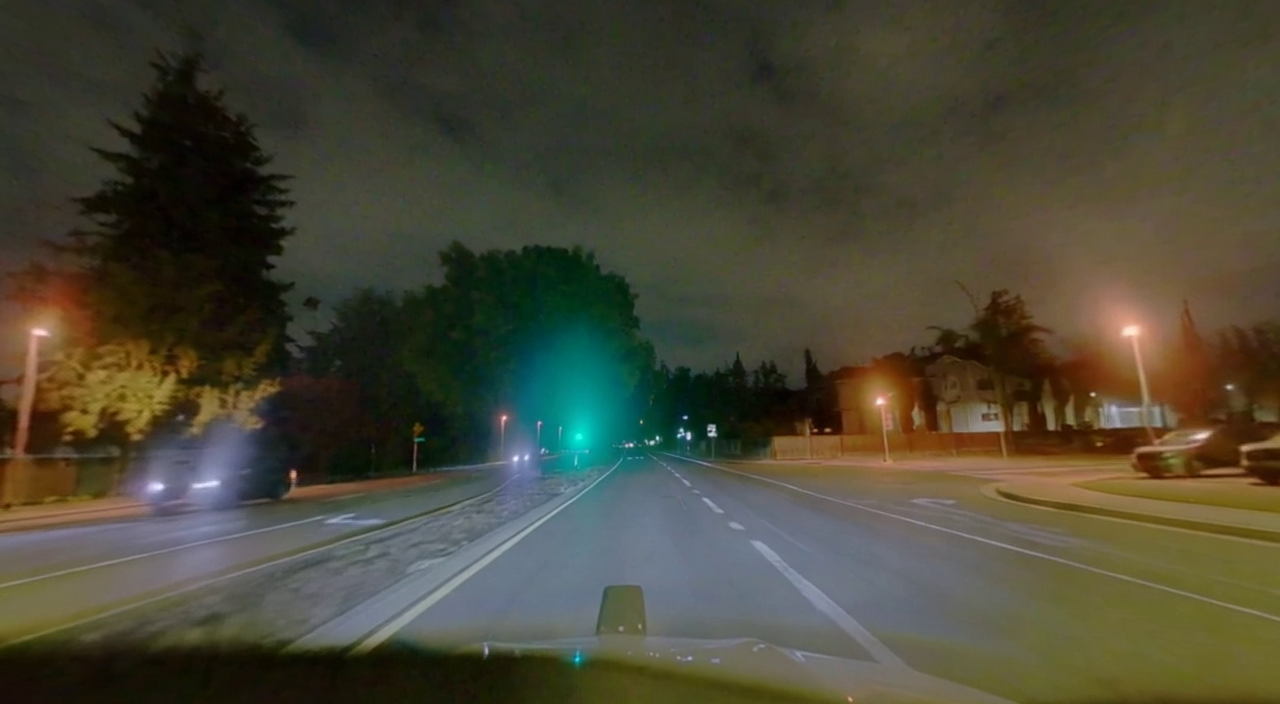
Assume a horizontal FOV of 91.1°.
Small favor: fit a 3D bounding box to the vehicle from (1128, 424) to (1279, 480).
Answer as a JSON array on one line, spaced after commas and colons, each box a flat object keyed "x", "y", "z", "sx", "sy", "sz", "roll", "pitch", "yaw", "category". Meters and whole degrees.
[{"x": 17.206, "y": 2.802, "z": 17.763, "sx": 5.126, "sy": 1.469, "sz": 2.009, "roll": 0, "pitch": -8, "yaw": -1, "category": "vehicle"}]

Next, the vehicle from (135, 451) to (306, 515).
[{"x": -12.716, "y": 3.944, "z": 19.506, "sx": 2.007, "sy": 1.655, "sz": 4.649, "roll": -1, "pitch": -8, "yaw": 1, "category": "vehicle"}]

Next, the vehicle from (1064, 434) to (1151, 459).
[{"x": 26.204, "y": 5.304, "z": 35.406, "sx": 1.624, "sy": 1.311, "sz": 4.222, "roll": 0, "pitch": -8, "yaw": -1, "category": "vehicle"}]
